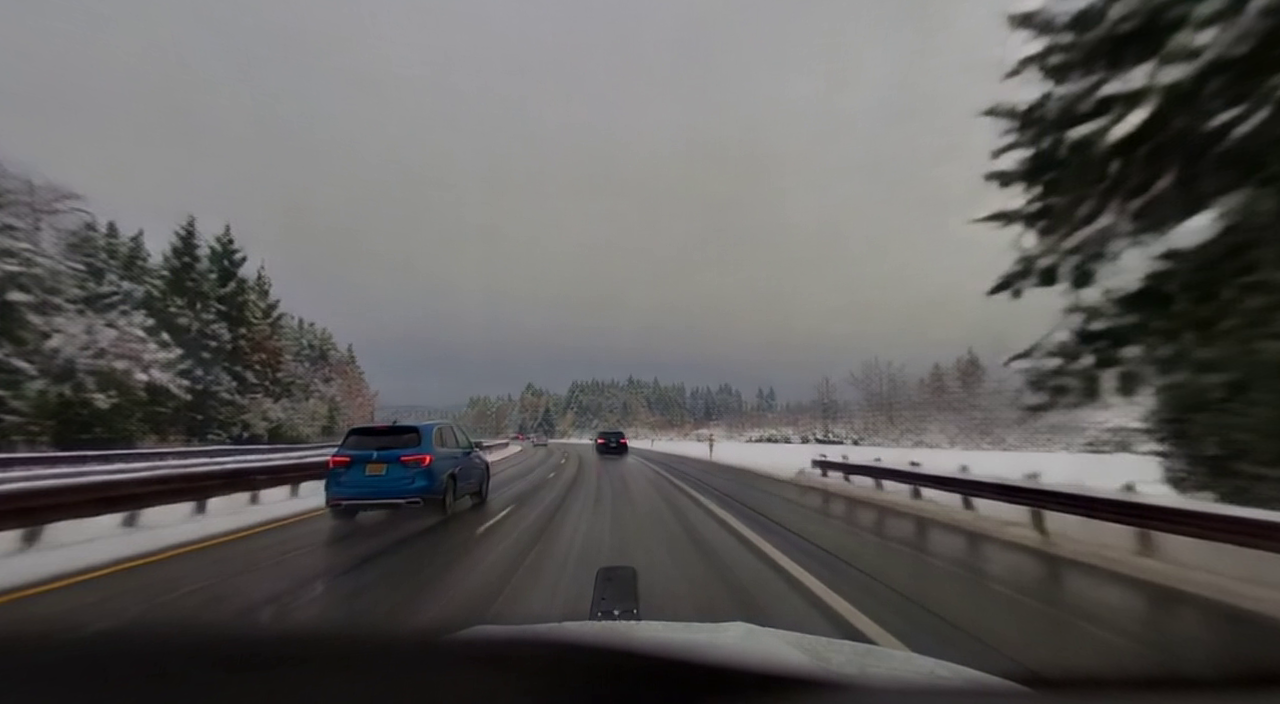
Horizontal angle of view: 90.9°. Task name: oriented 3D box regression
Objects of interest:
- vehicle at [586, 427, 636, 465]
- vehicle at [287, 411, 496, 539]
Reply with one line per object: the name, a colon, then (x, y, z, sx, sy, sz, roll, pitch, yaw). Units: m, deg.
vehicle: (-1.631, 4.975, 33.486, 2.452, 1.857, 4.022, 0, -7, -5)
vehicle: (-4.203, 2.110, 11.697, 2.053, 1.847, 4.760, 0, -7, -2)
